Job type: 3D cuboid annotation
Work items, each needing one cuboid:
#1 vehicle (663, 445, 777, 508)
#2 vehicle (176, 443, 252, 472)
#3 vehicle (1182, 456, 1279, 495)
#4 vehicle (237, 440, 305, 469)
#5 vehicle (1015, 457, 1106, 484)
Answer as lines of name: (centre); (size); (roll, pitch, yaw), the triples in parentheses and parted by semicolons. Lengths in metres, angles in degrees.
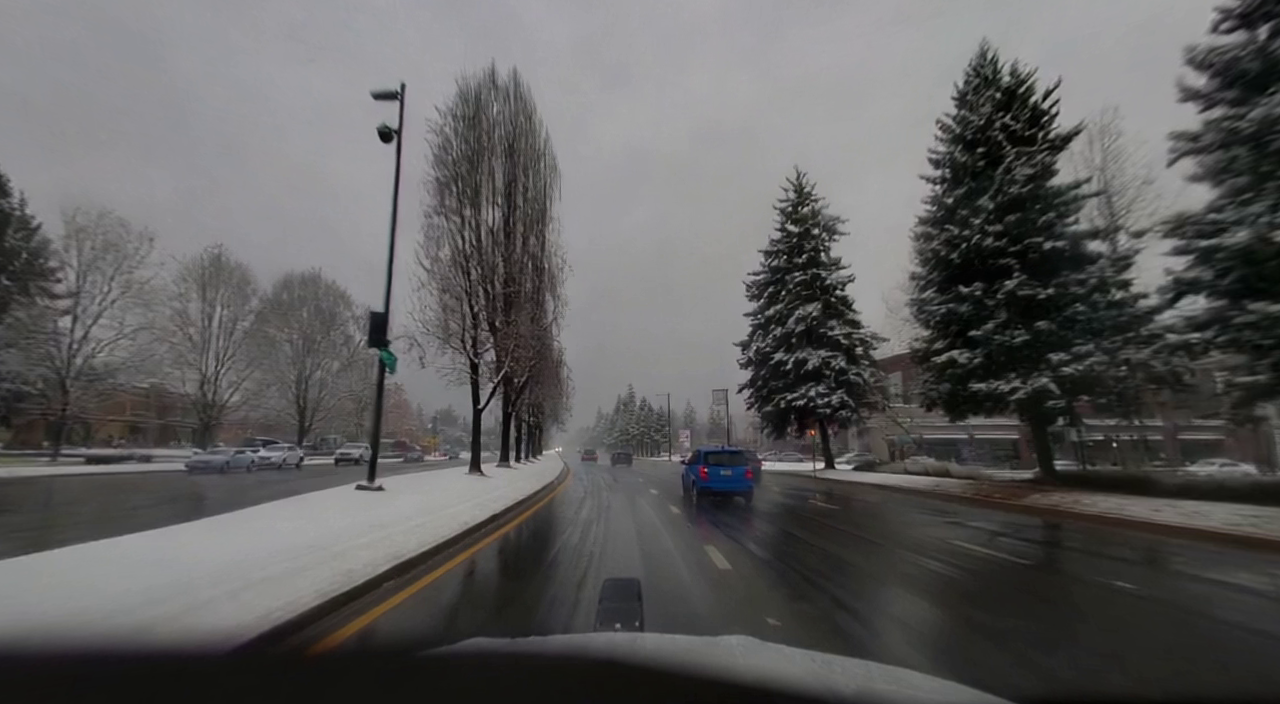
vehicle: (1.957, 3.235, 16.883); (2.256, 1.451, 4.313); (1, -9, -3)
vehicle: (-24.968, 6.190, 37.083); (1.689, 1.595, 4.293); (1, -9, -4)
vehicle: (32.027, 6.512, 33.410); (4.883, 1.887, 2.293); (2, -9, -13)
vehicle: (-25.214, 7.014, 43.219); (1.982, 1.811, 4.730); (1, -9, -3)
vehicle: (28.172, 7.934, 42.376); (1.905, 1.561, 4.816); (3, -9, -18)
